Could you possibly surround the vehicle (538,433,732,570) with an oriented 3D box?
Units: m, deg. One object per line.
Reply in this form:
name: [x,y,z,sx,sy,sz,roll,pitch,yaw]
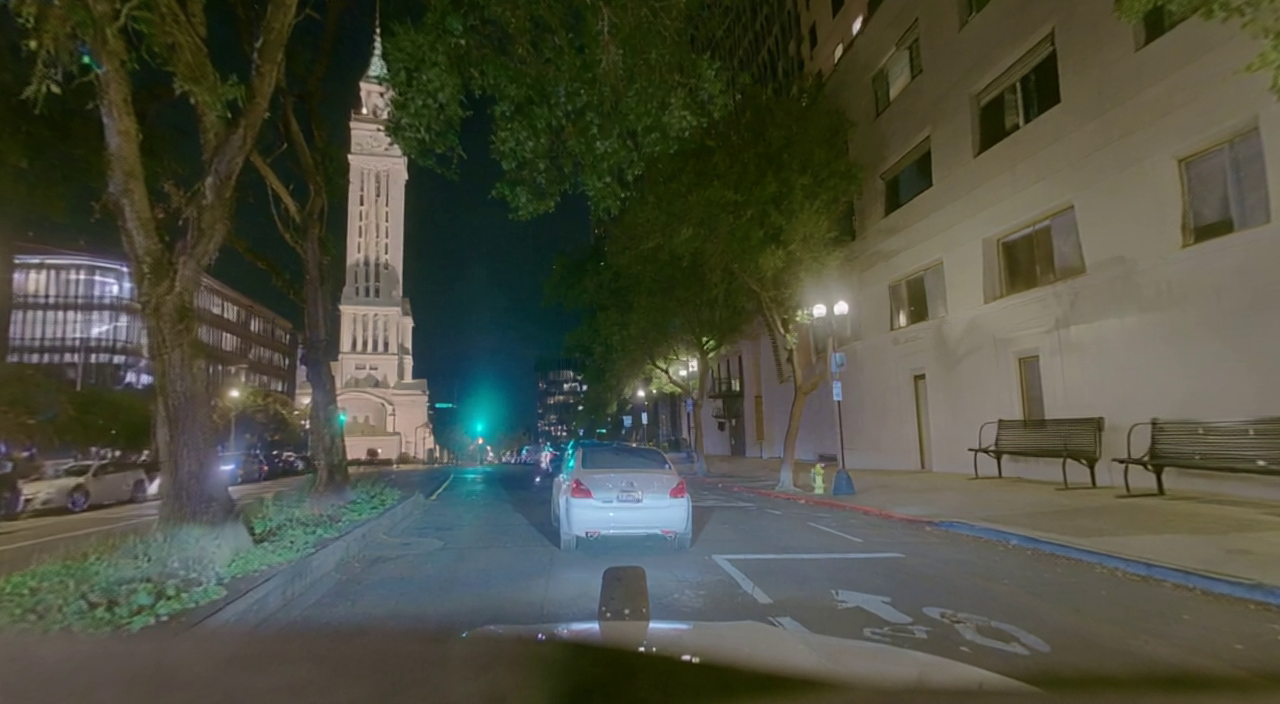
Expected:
vehicle: [-0.237,1.939,9.022,2.142,1.475,4.051,1,-8,-6]
